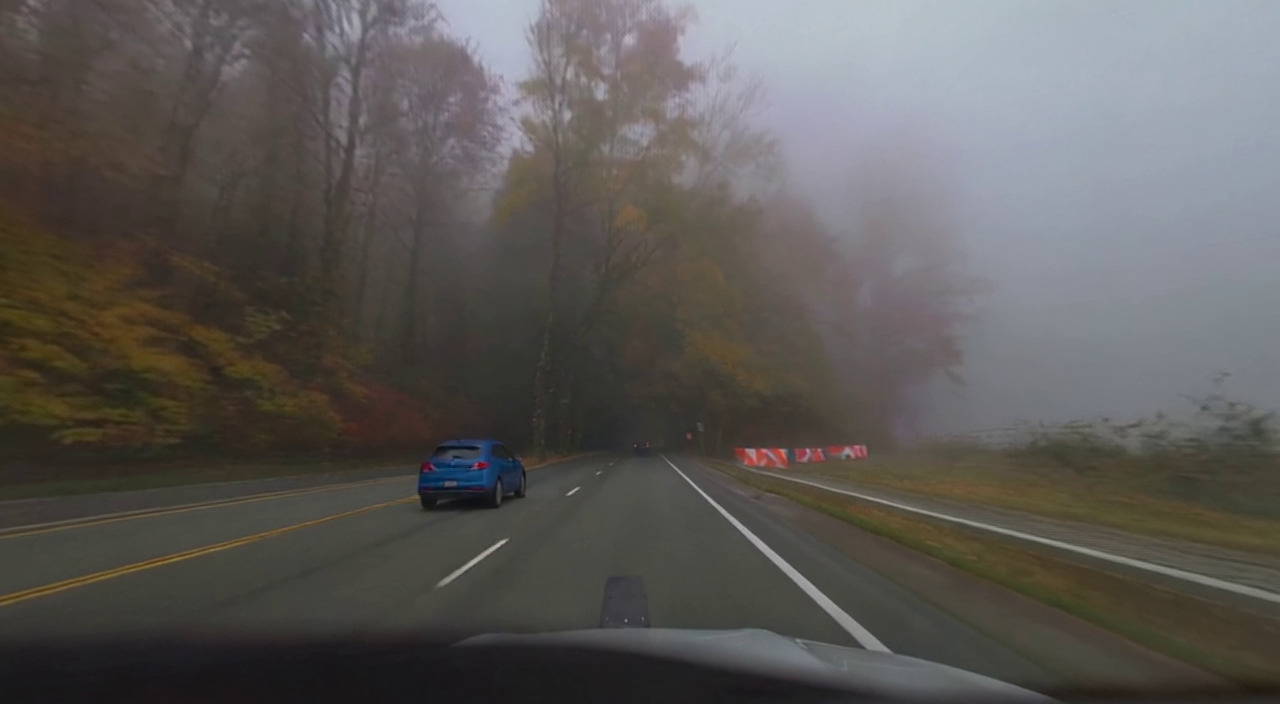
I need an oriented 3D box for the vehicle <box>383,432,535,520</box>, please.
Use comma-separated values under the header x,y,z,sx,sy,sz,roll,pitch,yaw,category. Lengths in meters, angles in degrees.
x,y,z,sx,sy,sz,roll,pitch,yaw,category
-3.509,2.462,13.057,1.902,1.505,4.016,0,-8,1,vehicle
